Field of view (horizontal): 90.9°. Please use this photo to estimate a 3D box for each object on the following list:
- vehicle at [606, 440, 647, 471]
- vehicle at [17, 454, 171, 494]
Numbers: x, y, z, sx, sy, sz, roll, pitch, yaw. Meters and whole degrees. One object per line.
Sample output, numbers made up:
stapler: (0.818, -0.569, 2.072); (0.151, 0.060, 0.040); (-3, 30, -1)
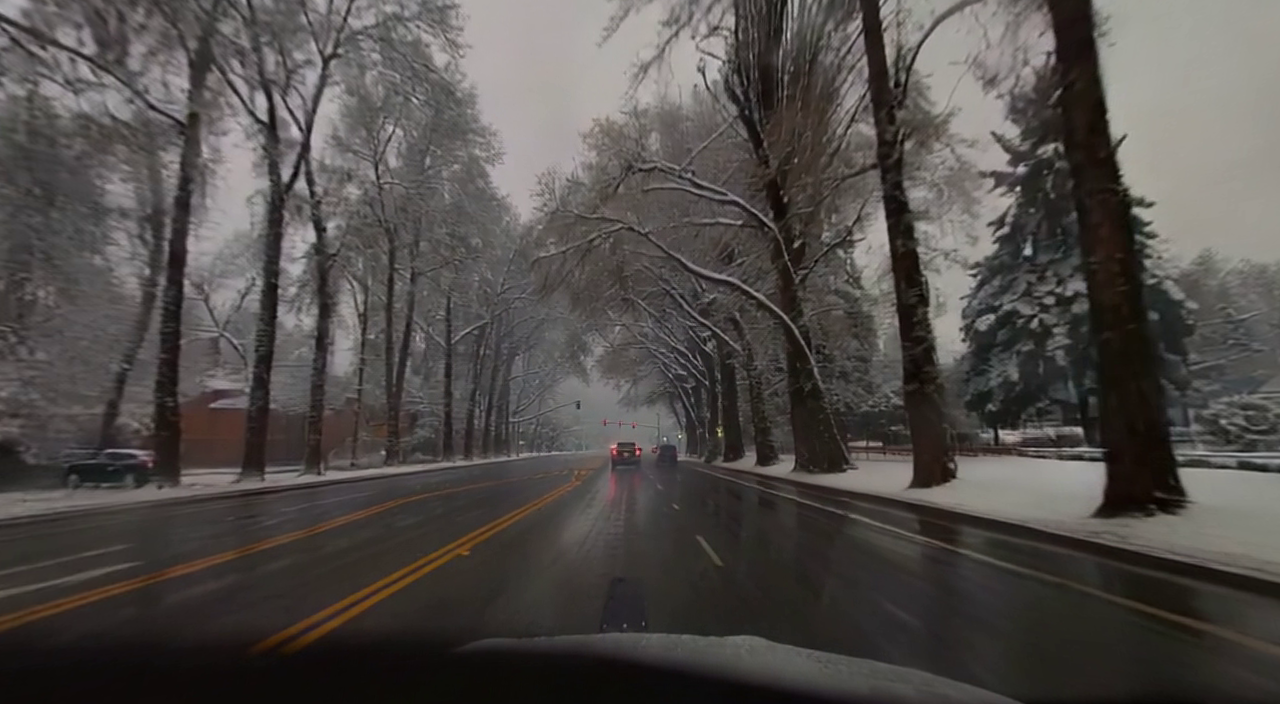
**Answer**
vehicle: (-0.766, 5.677, 34.832); (2.109, 1.612, 3.963); (0, -8, -2)
vehicle: (-22.523, 5.027, 26.134); (4.589, 1.557, 1.887); (0, -8, 0)
